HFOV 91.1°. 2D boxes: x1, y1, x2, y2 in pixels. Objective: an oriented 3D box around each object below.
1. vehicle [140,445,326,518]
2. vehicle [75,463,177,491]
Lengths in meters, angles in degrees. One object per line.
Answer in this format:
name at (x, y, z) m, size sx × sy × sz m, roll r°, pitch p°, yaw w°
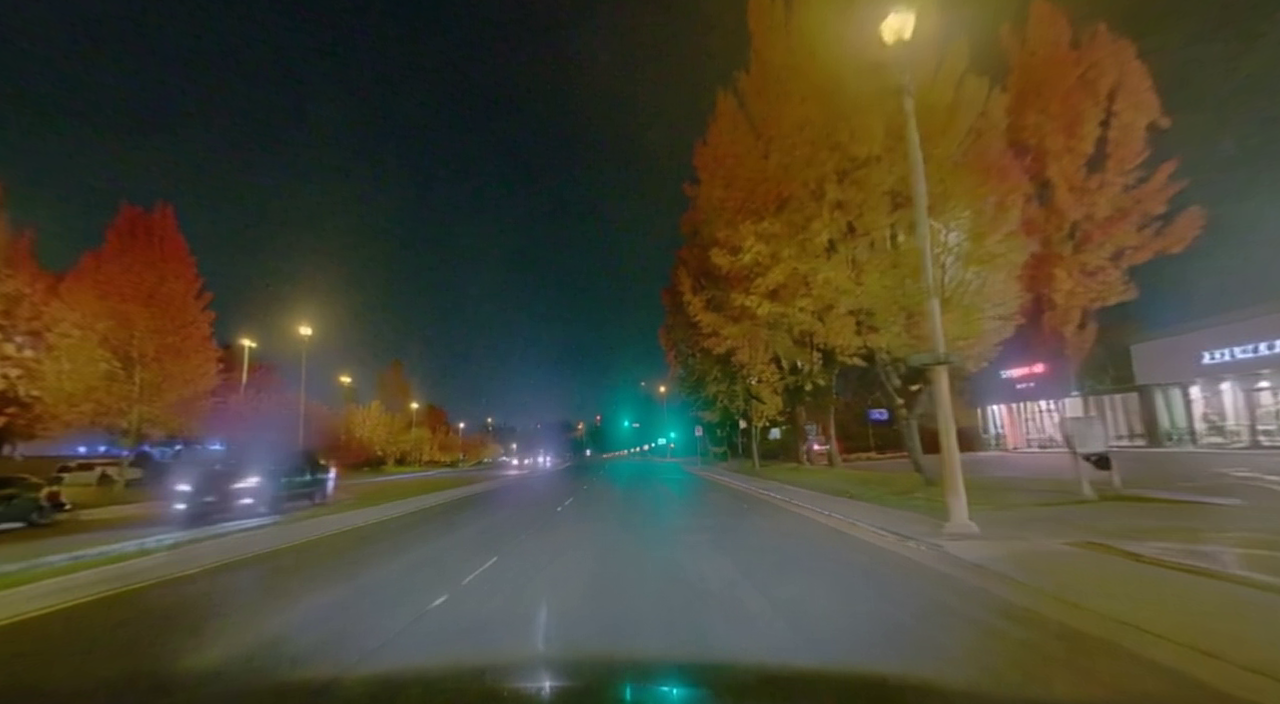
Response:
vehicle at (-11.103, 3.514, 17.672) m, size 2.075 × 1.765 × 4.684 m, roll 0°, pitch -9°, yaw 0°
vehicle at (-29.136, 7.084, 35.678) m, size 3.990 × 1.514 × 1.892 m, roll 0°, pitch -9°, yaw -2°
